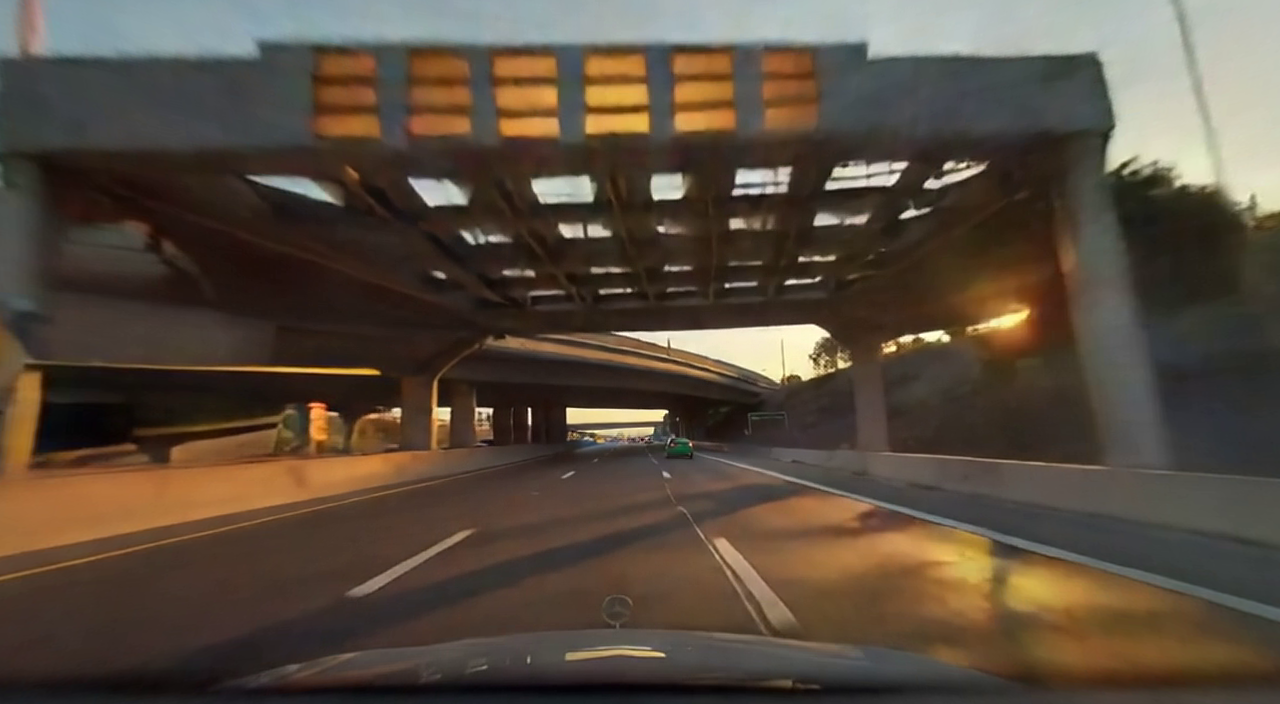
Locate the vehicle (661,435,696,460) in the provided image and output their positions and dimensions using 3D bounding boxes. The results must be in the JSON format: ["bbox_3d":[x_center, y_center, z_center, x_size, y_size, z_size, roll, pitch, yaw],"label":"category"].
[{"bbox_3d":[2.406,6.069,39.983,1.946,1.481,3.969,0,-8,0],"label":"vehicle"}]
